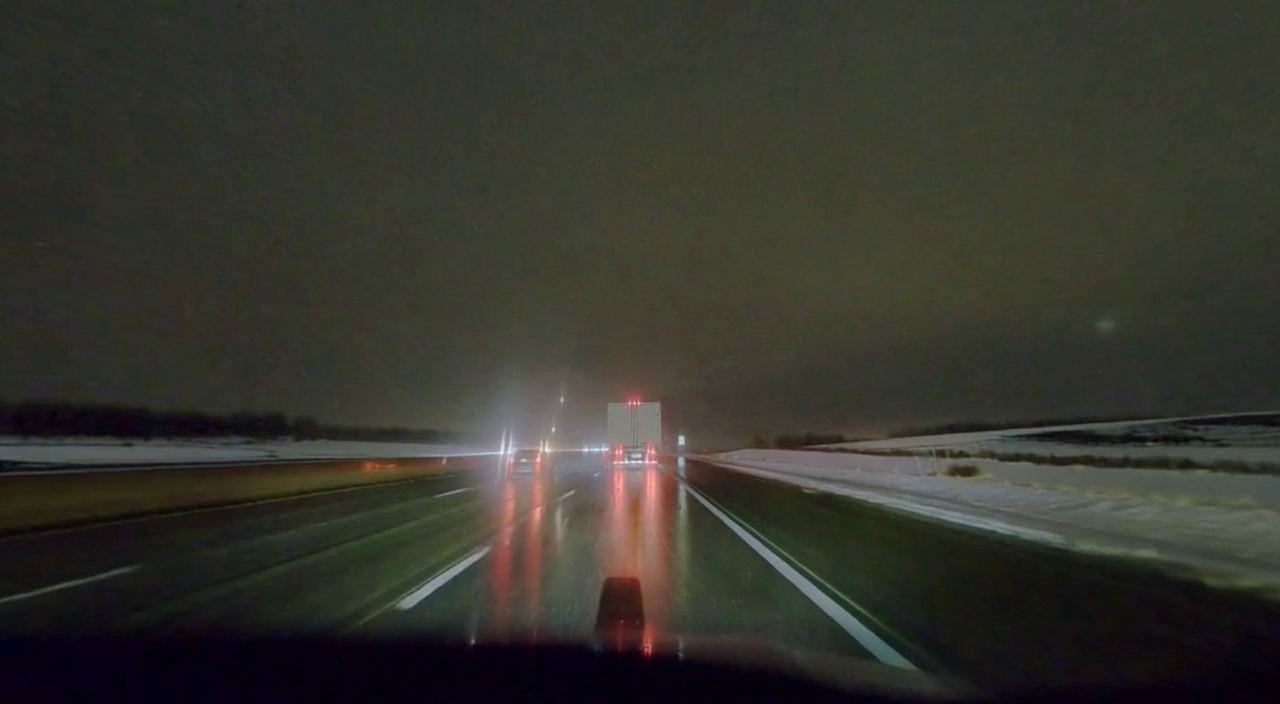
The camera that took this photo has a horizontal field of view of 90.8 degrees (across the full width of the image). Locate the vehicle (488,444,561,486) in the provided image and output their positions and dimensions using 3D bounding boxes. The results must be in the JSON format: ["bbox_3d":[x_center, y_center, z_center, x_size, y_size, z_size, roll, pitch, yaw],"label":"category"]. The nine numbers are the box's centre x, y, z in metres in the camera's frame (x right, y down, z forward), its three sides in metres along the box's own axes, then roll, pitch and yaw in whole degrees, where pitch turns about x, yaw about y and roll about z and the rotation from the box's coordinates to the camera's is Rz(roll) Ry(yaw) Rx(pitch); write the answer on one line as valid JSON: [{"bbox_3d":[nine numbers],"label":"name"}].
[{"bbox_3d":[-4.423,4.389,24.922,1.892,1.471,5.047,0,-9,0],"label":"vehicle"}]
